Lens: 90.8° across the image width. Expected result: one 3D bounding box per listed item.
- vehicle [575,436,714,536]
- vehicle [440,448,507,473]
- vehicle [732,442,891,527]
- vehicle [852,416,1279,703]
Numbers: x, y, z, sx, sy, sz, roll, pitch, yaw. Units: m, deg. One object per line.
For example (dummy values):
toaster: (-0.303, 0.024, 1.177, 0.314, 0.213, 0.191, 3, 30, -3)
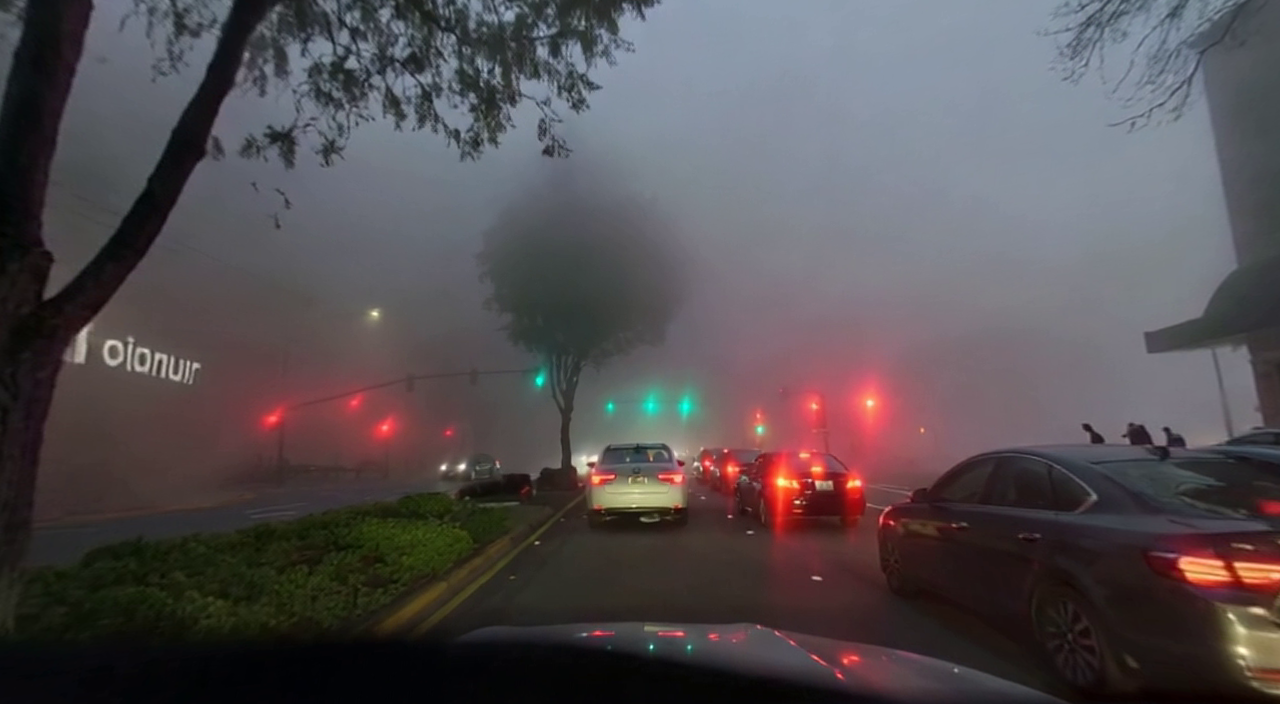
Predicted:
vehicle: (0.054, 2.370, 11.769, 2.118, 1.512, 4.013, 0, -9, 0)
vehicle: (-13.118, 8.501, 49.793, 4.642, 1.889, 2.210, 5, -10, -29)
vehicle: (3.353, 2.682, 13.411, 1.996, 1.469, 4.495, 0, -9, -1)
vehicle: (3.247, 1.289, 4.413, 1.912, 1.454, 4.537, 0, -9, 0)
